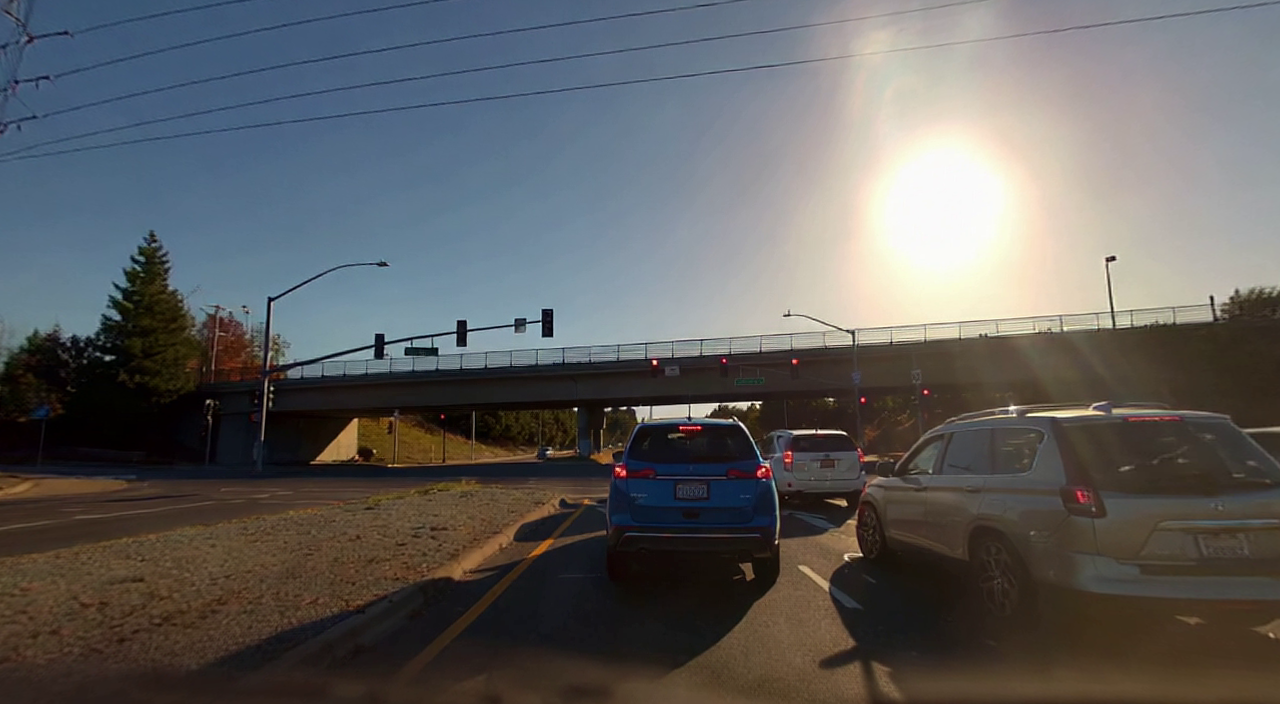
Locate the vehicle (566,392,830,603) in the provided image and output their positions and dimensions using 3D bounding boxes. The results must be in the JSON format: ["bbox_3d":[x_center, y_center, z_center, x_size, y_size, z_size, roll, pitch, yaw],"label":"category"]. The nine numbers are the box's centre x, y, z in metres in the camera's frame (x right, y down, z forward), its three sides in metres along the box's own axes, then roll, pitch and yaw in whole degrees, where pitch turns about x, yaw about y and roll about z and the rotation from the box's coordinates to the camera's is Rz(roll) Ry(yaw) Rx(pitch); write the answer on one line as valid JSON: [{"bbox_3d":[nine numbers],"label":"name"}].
[{"bbox_3d":[0.444,1.555,7.615,2.240,1.778,4.335,0,-8,-1],"label":"vehicle"}]

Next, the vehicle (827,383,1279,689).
[{"bbox_3d":[3.409,1.336,5.804,1.990,1.649,4.625,0,-8,0],"label":"vehicle"}]
